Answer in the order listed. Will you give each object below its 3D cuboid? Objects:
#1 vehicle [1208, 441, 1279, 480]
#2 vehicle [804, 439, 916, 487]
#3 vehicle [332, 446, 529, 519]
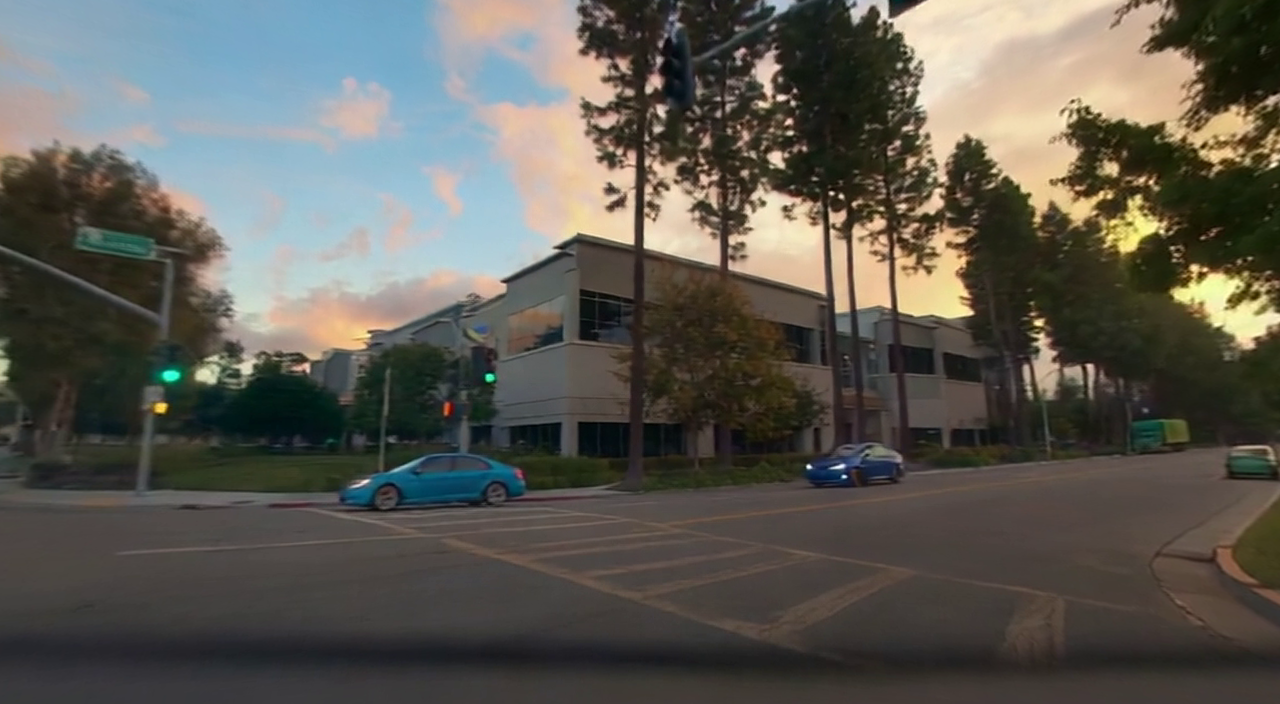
[{"bbox_3d":[26.206,4.636,27.122,4.389,1.509,2.098,8,-13,-43],"label":"vehicle"},{"bbox_3d":[8.847,4.394,25.132,4.662,1.687,2.145,8,-13,-42],"label":"vehicle"},{"bbox_3d":[-4.631,2.840,14.158,3.816,1.410,1.757,6,-11,-35],"label":"vehicle"}]
